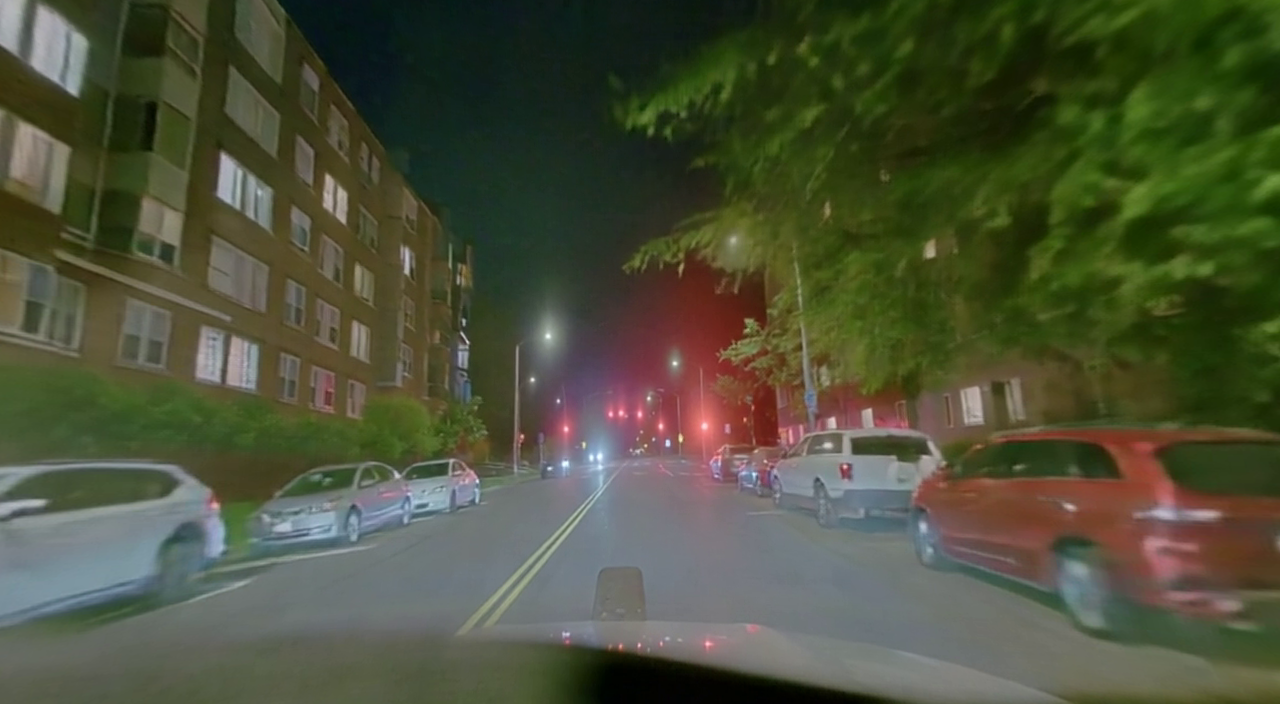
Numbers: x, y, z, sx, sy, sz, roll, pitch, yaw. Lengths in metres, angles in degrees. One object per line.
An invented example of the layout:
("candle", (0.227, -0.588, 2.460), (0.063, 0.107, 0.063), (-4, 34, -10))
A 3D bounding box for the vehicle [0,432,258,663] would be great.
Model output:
("vehicle", (-5.964, 1.744, 5.699), (2.077, 1.756, 4.665), (-7, -9, 1))

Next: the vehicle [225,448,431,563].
("vehicle", (-5.871, 2.848, 12.542), (1.929, 1.681, 4.216), (-5, -9, 0))

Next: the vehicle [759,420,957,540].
("vehicle", (3.925, 2.405, 12.635), (2.093, 1.857, 5.414), (0, -9, 1))

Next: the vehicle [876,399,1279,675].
("vehicle", (4.009, 1.447, 6.060), (1.782, 1.669, 4.226), (0, -9, -1))

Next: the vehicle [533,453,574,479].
("vehicle", (-5.793, 7.651, 42.676), (1.947, 1.473, 4.397), (-5, -9, 1))
